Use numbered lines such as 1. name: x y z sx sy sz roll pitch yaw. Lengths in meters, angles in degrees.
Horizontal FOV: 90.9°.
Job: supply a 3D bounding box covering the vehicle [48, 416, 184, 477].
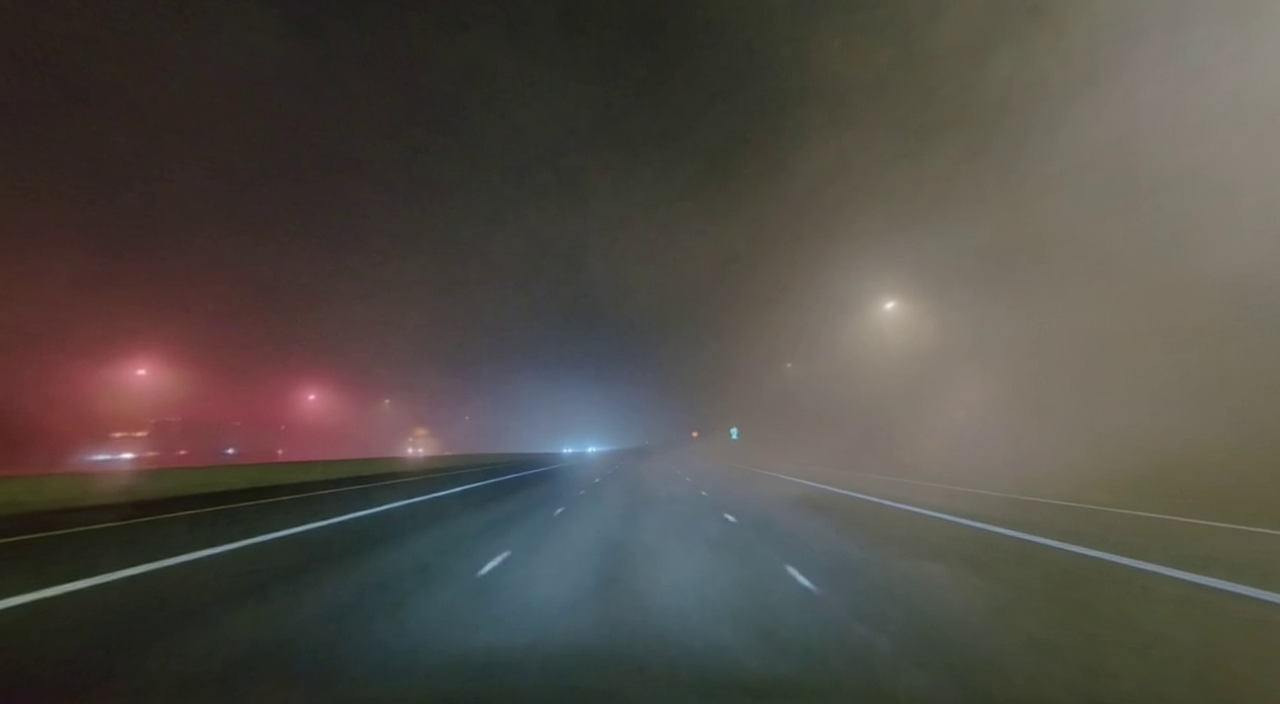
1. vehicle: -35.979 6.543 43.783 2.962 3.843 7.283 0 -8 0
